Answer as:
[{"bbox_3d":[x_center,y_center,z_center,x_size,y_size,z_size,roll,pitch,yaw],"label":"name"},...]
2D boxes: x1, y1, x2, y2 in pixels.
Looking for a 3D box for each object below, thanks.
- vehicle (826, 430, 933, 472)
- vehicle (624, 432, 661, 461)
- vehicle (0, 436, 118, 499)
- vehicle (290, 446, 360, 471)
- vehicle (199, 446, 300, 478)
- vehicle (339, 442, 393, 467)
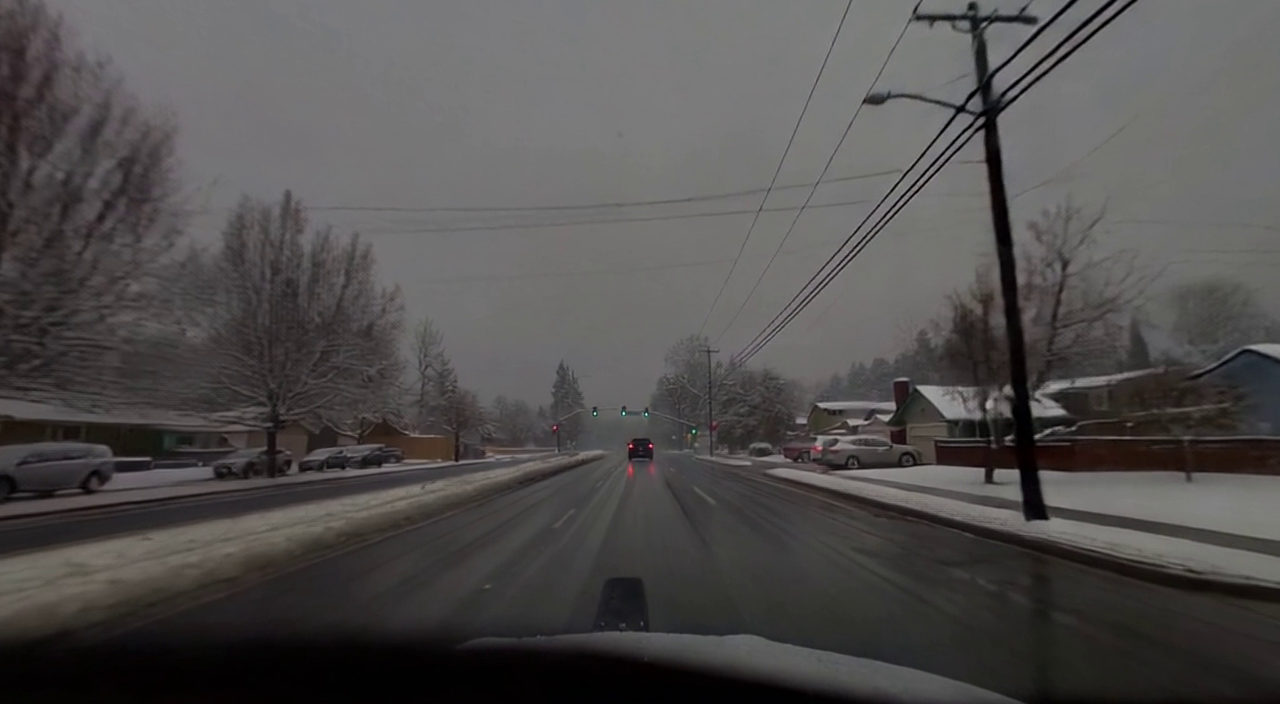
[{"bbox_3d":[11.770,4.894,31.247,4.305,1.997,2.453,0,-8,0],"label":"vehicle"},{"bbox_3d":[0.163,7.401,49.263,2.769,2.087,5.130,0,-8,-1],"label":"vehicle"},{"bbox_3d":[-20.557,3.783,20.930,2.047,1.898,5.032,0,-8,1],"label":"vehicle"},{"bbox_3d":[-20.050,6.789,40.404,2.050,1.501,4.588,0,-8,1],"label":"vehicle"},{"bbox_3d":[-20.345,5.717,33.111,2.178,1.484,4.726,0,-8,2],"label":"vehicle"},{"bbox_3d":[-20.156,7.563,46.616,1.973,1.700,4.475,0,-8,-1],"label":"vehicle"}]
